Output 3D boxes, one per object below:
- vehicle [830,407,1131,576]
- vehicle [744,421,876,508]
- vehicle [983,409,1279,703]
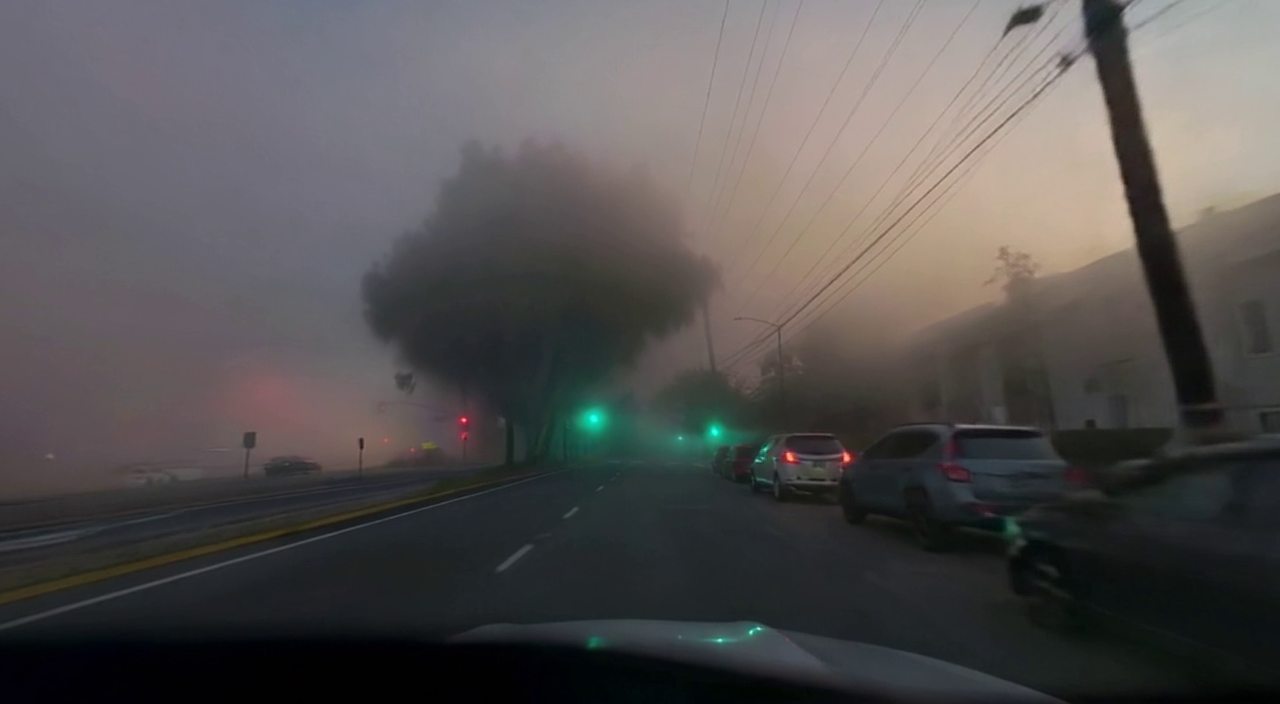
[{"bbox_3d":[4.295,1.818,8.993,1.936,1.778,4.378,0,-9,2],"label":"vehicle"},{"bbox_3d":[4.249,2.909,16.785,2.056,1.941,4.955,0,-8,-1],"label":"vehicle"},{"bbox_3d":[3.905,1.036,3.014,1.925,1.505,4.895,0,-8,2],"label":"vehicle"}]
